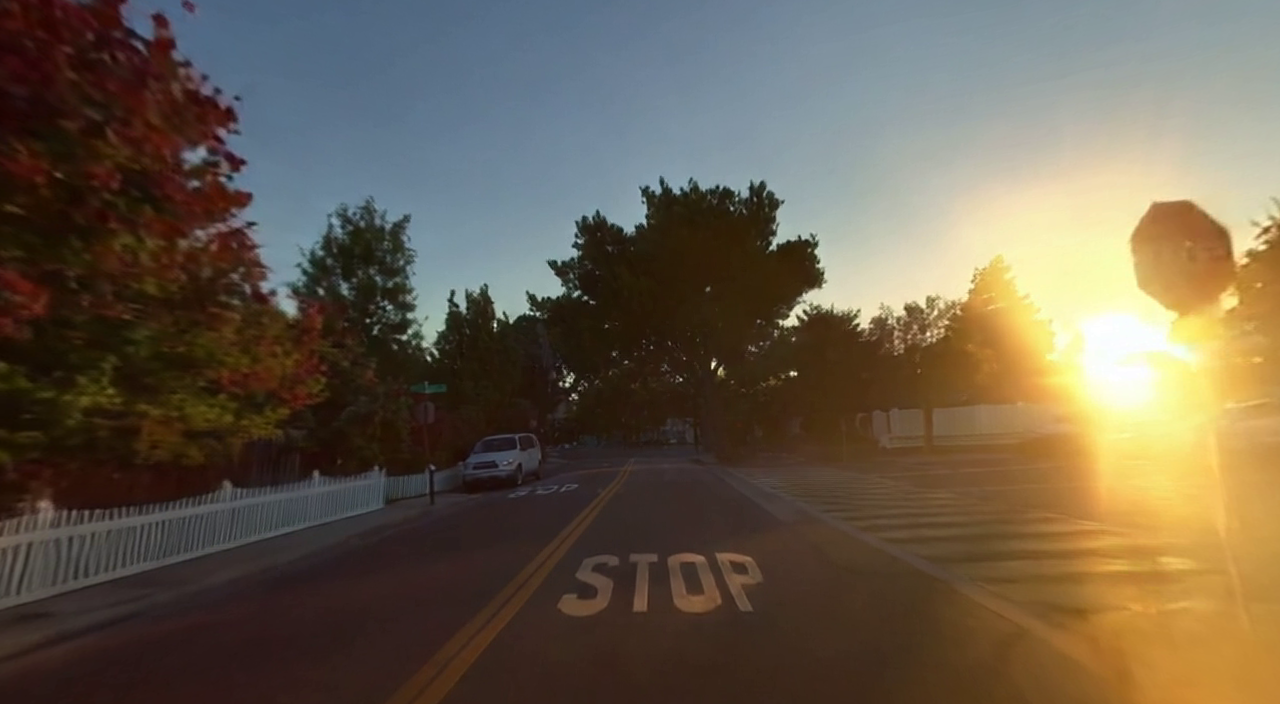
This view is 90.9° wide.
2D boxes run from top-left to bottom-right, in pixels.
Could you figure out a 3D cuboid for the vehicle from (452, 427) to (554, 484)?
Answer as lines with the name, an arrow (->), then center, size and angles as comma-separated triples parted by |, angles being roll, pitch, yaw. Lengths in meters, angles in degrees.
vehicle -> -5.113, 3.944, 24.664 | 2.308, 1.899, 6.107 | -1, -7, 3
